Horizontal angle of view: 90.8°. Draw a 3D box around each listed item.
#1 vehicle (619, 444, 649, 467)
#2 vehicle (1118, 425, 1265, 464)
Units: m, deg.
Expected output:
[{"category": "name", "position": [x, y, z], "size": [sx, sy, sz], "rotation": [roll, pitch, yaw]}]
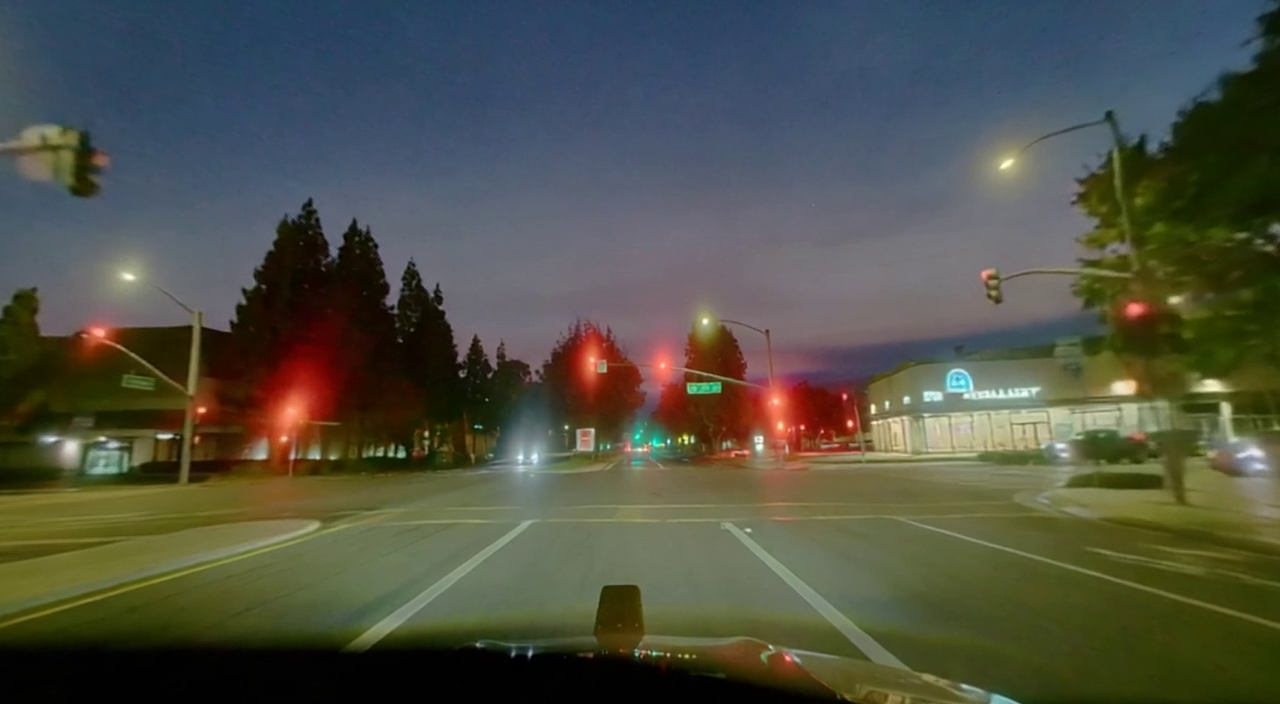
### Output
[{"category": "vehicle", "position": [-0.465, 7.420, 45.469], "size": [2.045, 1.510, 3.690], "rotation": [0, -9, -1]}, {"category": "vehicle", "position": [26.427, 4.444, 30.417], "size": [4.922, 1.746, 2.341], "rotation": [0, -9, -3]}]
